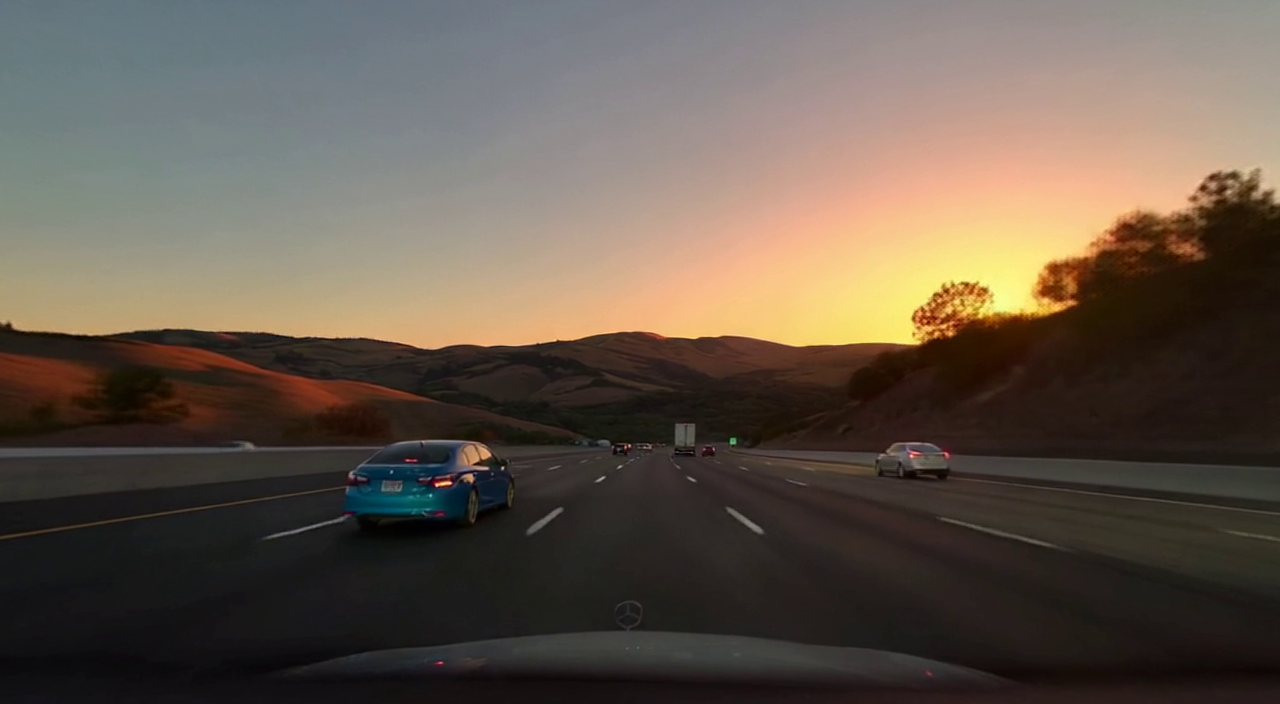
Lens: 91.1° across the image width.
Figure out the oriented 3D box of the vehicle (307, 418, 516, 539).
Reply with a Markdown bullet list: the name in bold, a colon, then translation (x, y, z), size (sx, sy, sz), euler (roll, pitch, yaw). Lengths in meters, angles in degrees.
- **vehicle**: translation (-3.484, 1.999, 10.483), size (1.967, 1.615, 3.886), euler (0, -8, 1)

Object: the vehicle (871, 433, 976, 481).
- **vehicle**: translation (11.154, 4.165, 25.126), size (2.062, 1.736, 4.589), euler (0, -8, 0)
